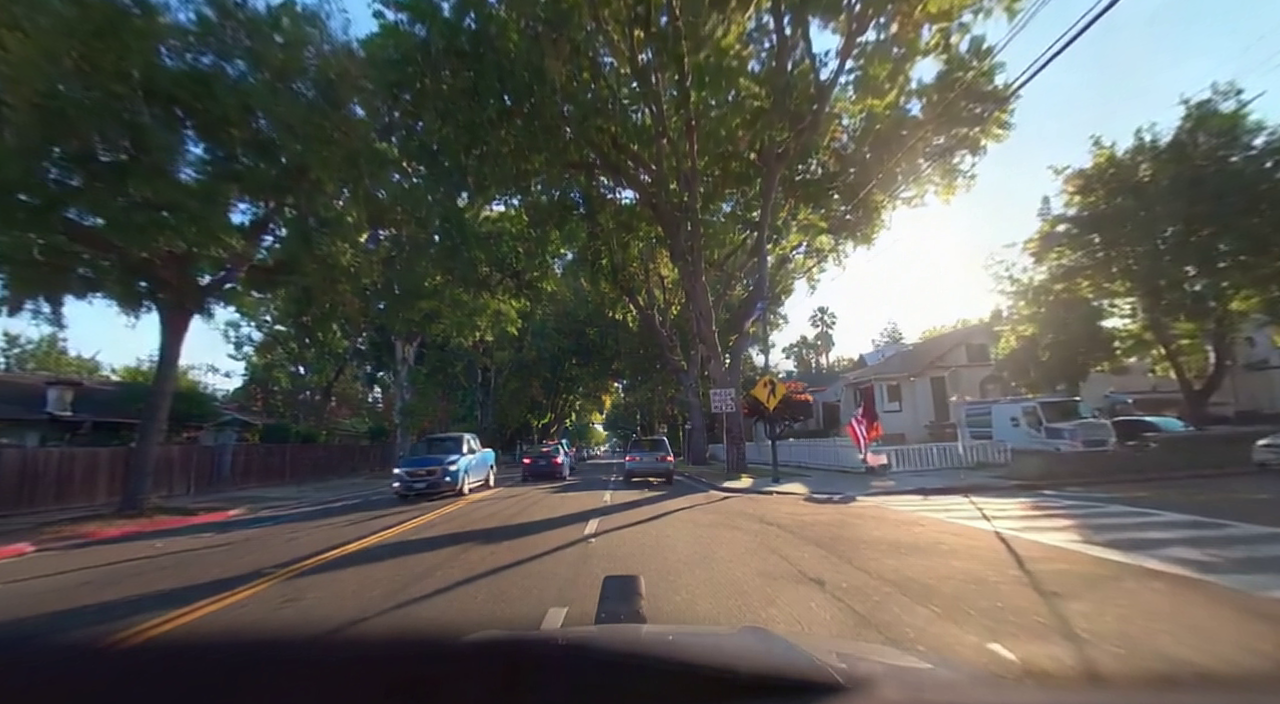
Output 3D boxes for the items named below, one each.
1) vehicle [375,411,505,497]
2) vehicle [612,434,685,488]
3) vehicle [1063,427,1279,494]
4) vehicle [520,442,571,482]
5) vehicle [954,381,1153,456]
[{"bbox_3d":[-7.243,3.838,24.191,2.920,2.707,7.670,0,-8,-4],"label":"vehicle"},{"bbox_3d":[0.176,3.873,22.796,2.258,1.682,4.635,0,-8,-4],"label":"vehicle"},{"bbox_3d":[13.034,2.567,15.157,4.462,1.427,1.886,0,-8,-5],"label":"vehicle"},{"bbox_3d":[-3.927,4.632,27.008,1.919,1.501,4.509,0,-8,-5],"label":"vehicle"},{"bbox_3d":[16.018,2.735,24.824,6.115,2.590,2.371,-7,-10,35],"label":"vehicle"}]
